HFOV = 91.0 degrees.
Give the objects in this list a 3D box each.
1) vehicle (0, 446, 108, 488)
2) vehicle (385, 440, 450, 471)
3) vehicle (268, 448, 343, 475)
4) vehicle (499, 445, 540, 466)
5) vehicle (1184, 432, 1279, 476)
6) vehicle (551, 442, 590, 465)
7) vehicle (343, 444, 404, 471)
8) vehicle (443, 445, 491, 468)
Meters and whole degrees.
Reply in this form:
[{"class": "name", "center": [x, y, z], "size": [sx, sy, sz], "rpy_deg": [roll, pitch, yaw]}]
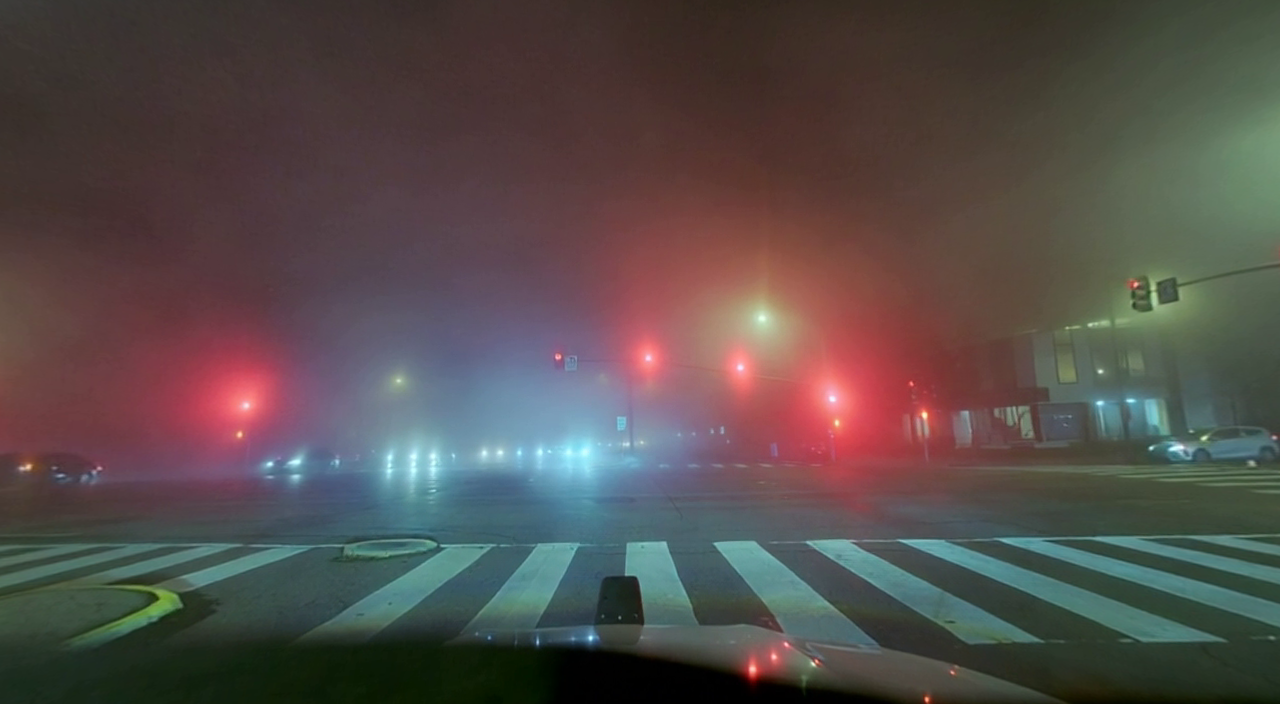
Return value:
[{"class": "vehicle", "center": [-28.686, 5.423, 29.965], "size": [4.884, 1.839, 2.032], "rpy_deg": [7, -12, -42]}, {"class": "vehicle", "center": [-15.138, 7.041, 43.151], "size": [2.340, 1.946, 5.450], "rpy_deg": [0, -9, 2]}, {"class": "vehicle", "center": [-21.834, 7.148, 41.303], "size": [1.929, 1.619, 4.577], "rpy_deg": [-1, -9, 8]}, {"class": "vehicle", "center": [-8.097, 7.004, 42.605], "size": [1.910, 1.321, 3.692], "rpy_deg": [0, -9, 1]}, {"class": "vehicle", "center": [22.317, 3.583, 22.237], "size": [4.474, 1.477, 1.908], "rpy_deg": [0, -9, -3]}, {"class": "vehicle", "center": [-4.533, 6.724, 41.675], "size": [1.954, 1.431, 4.050], "rpy_deg": [0, -9, 2]}, {"class": "vehicle", "center": [-18.554, 7.343, 44.000], "size": [2.237, 1.801, 4.541], "rpy_deg": [0, -9, 0]}, {"class": "vehicle", "center": [-11.640, 7.070, 42.691], "size": [1.911, 1.476, 4.297], "rpy_deg": [-1, -9, 2]}]
